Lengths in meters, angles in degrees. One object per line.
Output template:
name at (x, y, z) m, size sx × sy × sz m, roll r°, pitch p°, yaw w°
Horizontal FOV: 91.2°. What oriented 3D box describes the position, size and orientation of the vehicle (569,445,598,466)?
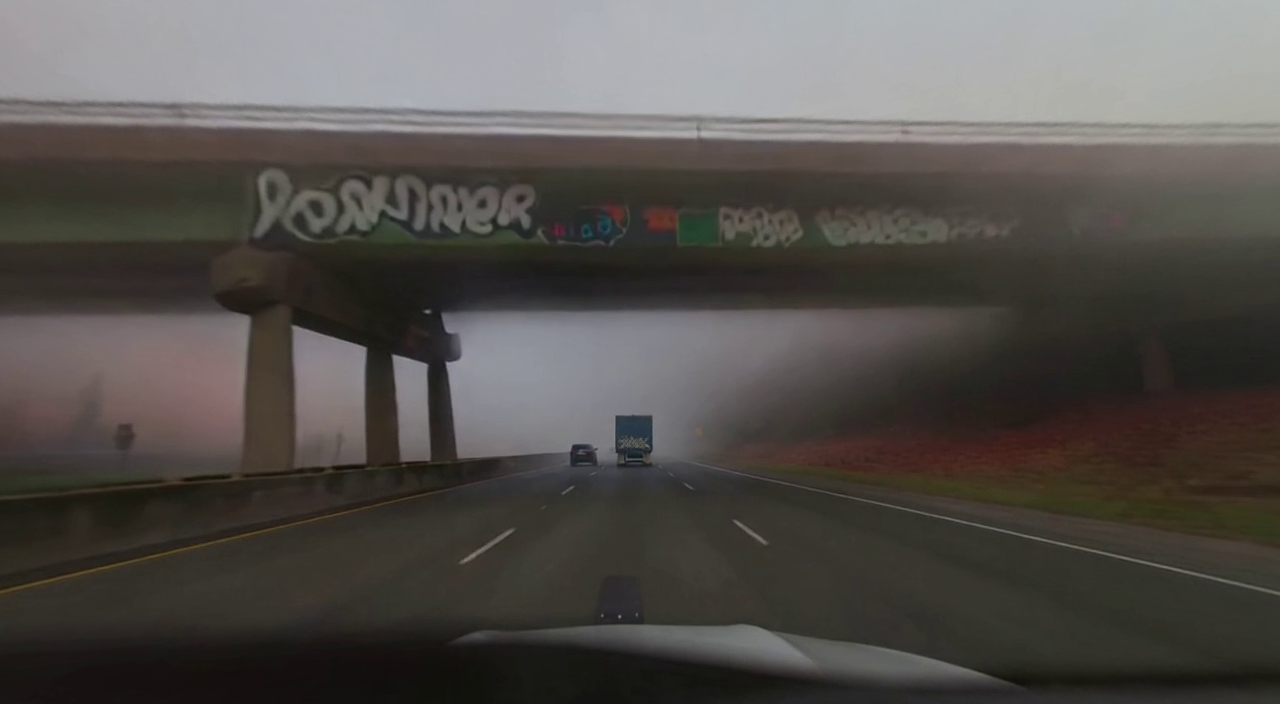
vehicle at (-4.275, 7.938, 48.093) m, size 1.892 × 1.529 × 3.996 m, roll 0°, pitch -9°, yaw -1°
